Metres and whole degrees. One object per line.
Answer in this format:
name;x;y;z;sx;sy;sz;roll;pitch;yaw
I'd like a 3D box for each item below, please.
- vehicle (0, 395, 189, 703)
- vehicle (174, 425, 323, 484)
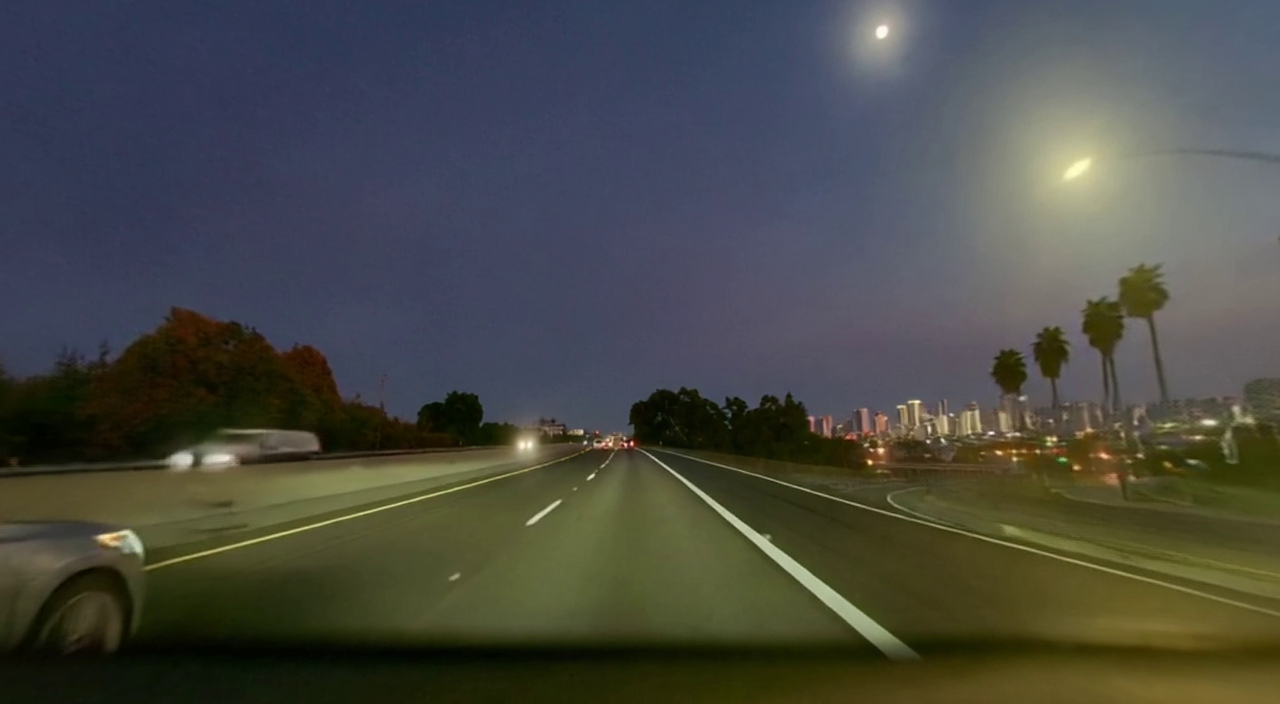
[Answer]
vehicle;-3.857;0.787;1.422;2.092;1.562;4.748;0;-8;1
vehicle;-13.617;3.601;22.304;2.231;1.820;4.733;0;-8;0
